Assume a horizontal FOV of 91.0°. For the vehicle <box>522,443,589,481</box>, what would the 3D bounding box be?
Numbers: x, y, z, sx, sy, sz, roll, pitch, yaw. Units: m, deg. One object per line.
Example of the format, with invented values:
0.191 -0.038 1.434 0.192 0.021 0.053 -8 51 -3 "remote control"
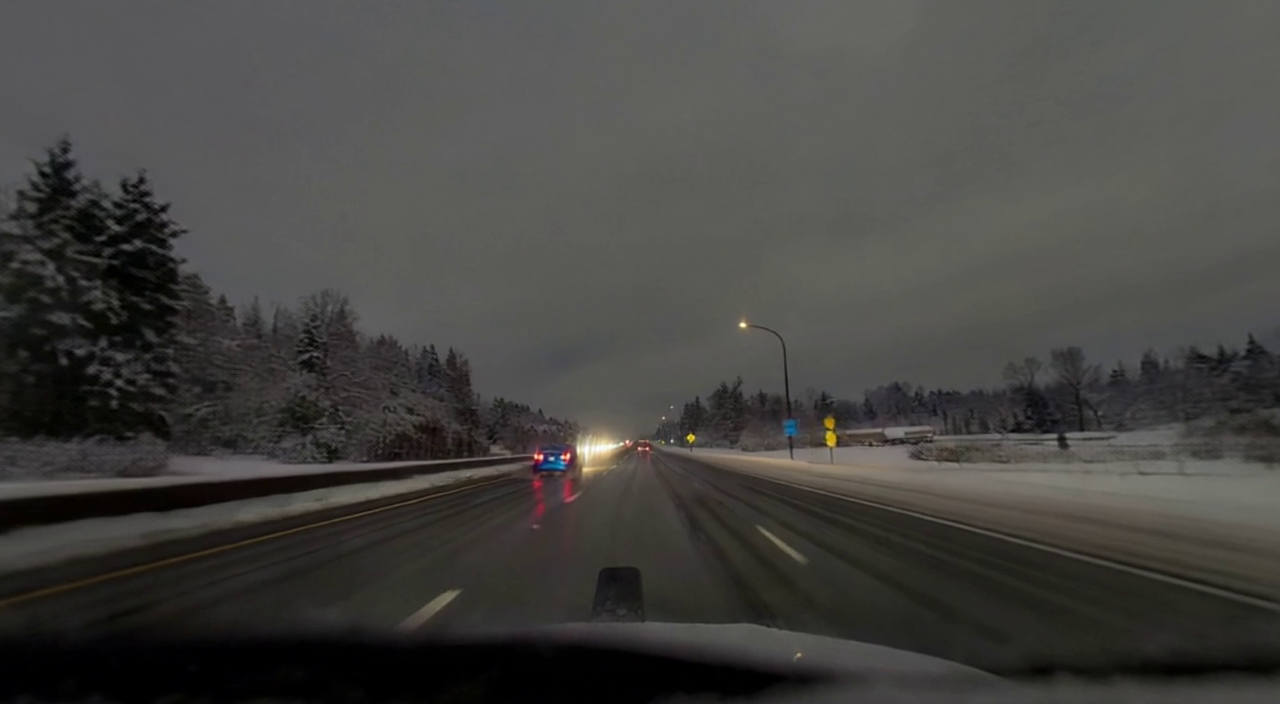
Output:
-3.518 4.696 27.223 2.162 1.493 4.583 0 -9 1 "vehicle"
